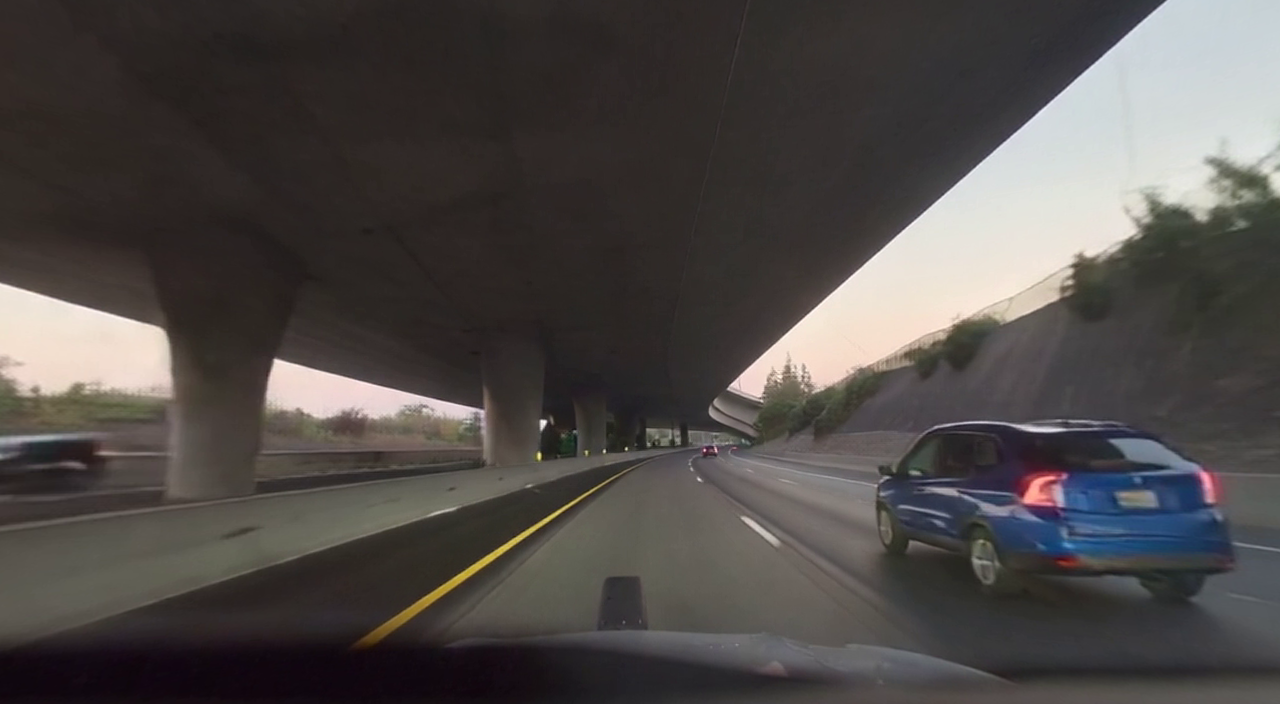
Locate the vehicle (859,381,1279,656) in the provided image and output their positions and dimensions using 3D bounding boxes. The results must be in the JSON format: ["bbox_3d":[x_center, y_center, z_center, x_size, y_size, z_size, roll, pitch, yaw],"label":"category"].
[{"bbox_3d":[4.000,1.367,6.221,2.143,1.730,4.303,0,-8,1],"label":"vehicle"}]

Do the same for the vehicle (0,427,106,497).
[{"bbox_3d":[-17.097,2.852,16.365,2.176,1.729,4.737,-1,-8,2],"label":"vehicle"}]
